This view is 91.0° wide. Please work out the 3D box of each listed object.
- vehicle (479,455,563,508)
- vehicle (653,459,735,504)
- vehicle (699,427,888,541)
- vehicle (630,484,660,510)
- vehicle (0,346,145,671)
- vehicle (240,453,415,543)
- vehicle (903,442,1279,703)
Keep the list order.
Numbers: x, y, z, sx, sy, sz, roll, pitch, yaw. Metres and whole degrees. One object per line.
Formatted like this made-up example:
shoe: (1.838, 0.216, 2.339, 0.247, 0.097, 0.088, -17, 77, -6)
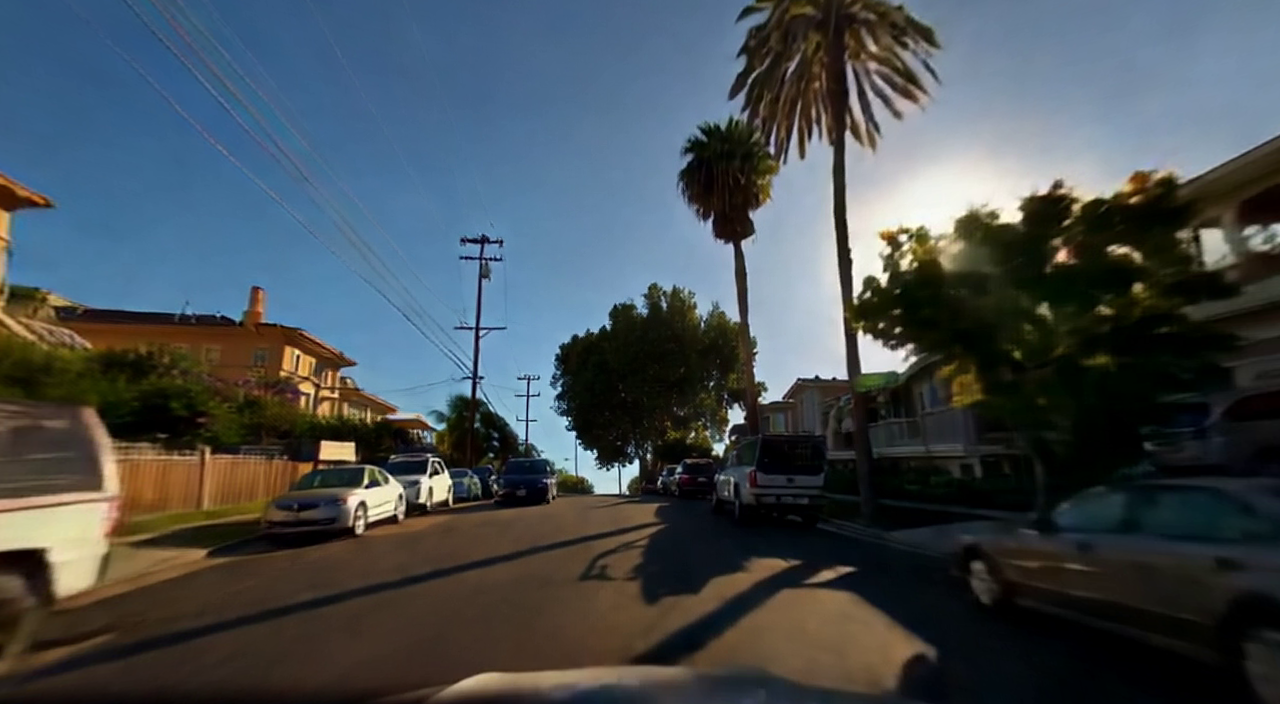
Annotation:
vehicle: (-3.832, 4.259, 21.125, 2.060, 1.483, 4.574, 0, -8, -2)
vehicle: (1.979, 5.002, 24.728, 2.212, 1.476, 4.678, 1, -8, -8)
vehicle: (3.049, 2.801, 14.346, 2.358, 2.008, 5.957, 1, -8, -5)
vehicle: (0.283, 10.094, 44.036, 1.756, 1.455, 3.965, 0, -8, -4)
vehicle: (-5.299, 0.819, 2.619, 2.348, 2.144, 5.481, 1, -8, -5)
vehicle: (-6.360, 2.945, 13.474, 1.889, 1.499, 4.468, 1, -8, -7)
vehicle: (3.994, 1.389, 4.448, 1.912, 1.477, 4.691, 1, -8, -5)
